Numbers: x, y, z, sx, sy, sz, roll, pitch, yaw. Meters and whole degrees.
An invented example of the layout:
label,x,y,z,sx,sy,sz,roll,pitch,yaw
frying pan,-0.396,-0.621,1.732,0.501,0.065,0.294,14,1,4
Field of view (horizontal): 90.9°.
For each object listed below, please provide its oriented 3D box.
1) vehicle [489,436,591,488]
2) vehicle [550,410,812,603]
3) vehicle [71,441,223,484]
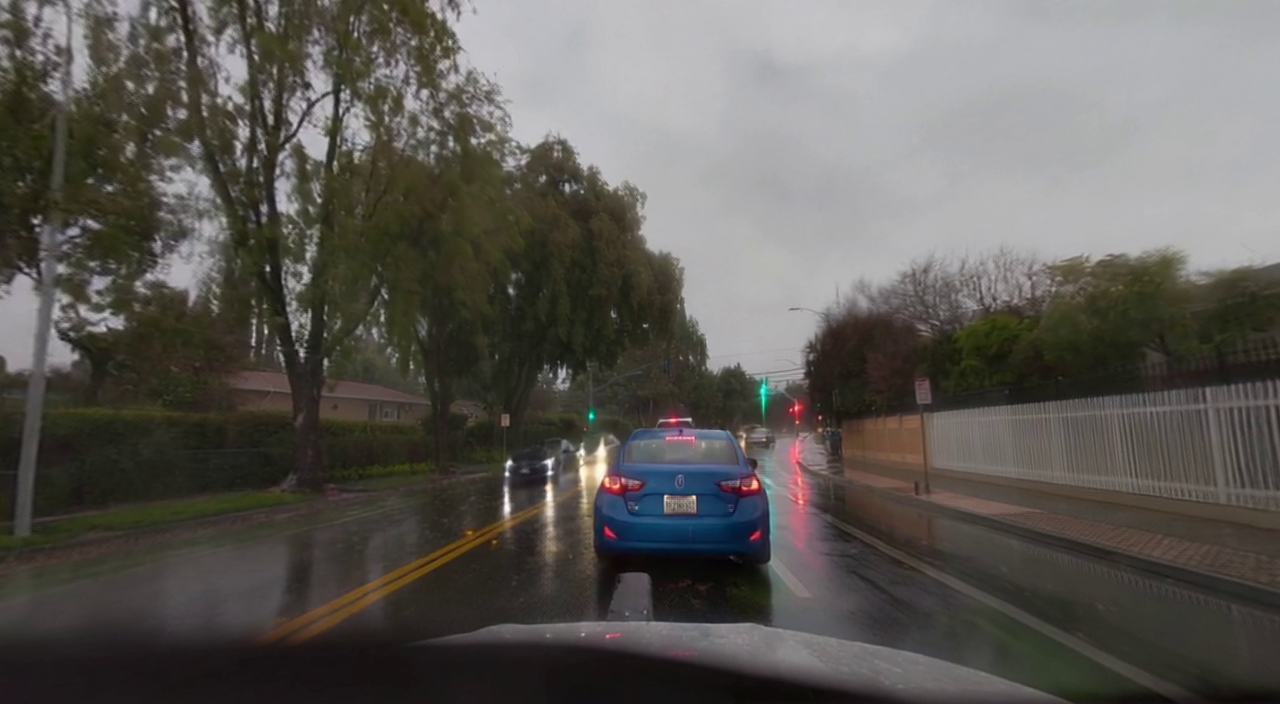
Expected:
label,x,y,z,sx,sy,sz,roll,pitch,yaw
vehicle,-3.047,3.482,20.342,2.060,1.479,4.462,-1,-8,7
vehicle,0.367,1.509,7.039,2.070,1.516,3.936,0,-8,1
vehicle,-18.051,4.035,23.177,4.069,1.445,2.063,-2,-9,9
